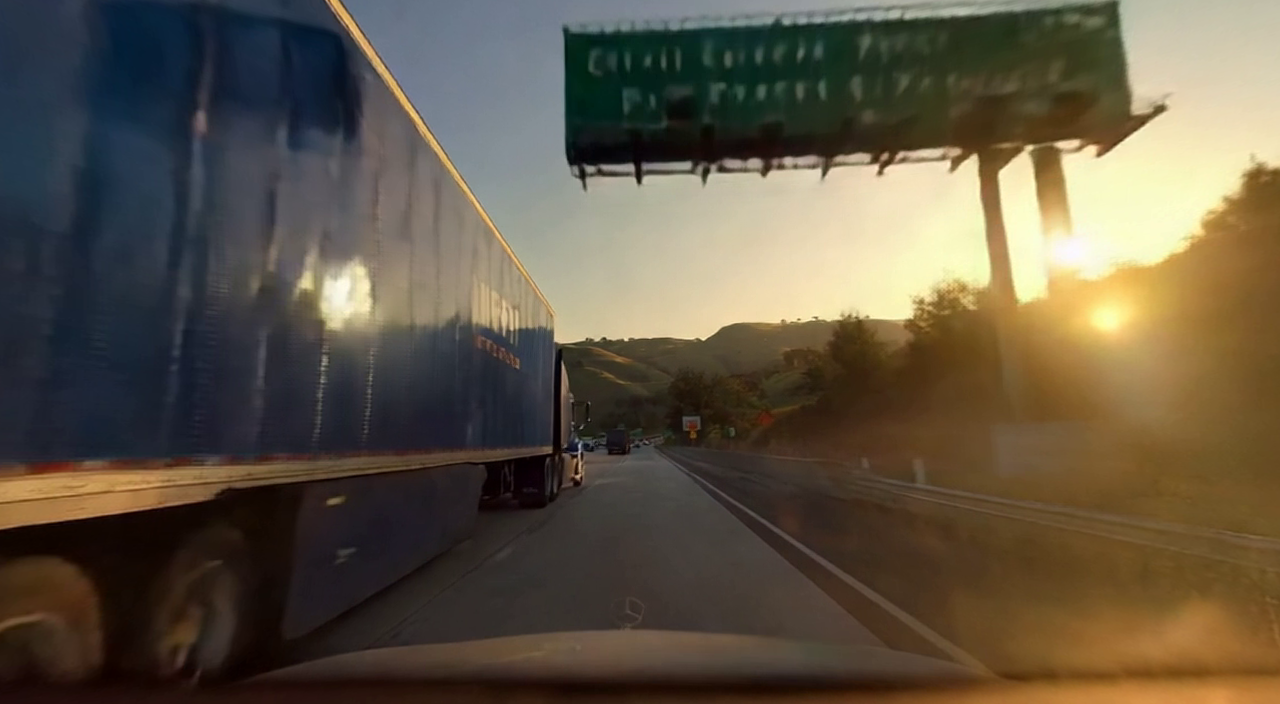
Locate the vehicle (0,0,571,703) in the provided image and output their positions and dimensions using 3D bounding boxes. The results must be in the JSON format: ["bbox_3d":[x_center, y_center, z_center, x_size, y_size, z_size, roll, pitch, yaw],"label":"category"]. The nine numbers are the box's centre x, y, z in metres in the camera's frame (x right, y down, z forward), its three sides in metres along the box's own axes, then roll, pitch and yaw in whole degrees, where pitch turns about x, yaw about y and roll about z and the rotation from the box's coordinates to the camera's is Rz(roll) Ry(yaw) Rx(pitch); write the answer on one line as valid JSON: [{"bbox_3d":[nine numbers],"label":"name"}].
[{"bbox_3d":[-3.253,0.163,6.427,3.202,4.352,16.251,0,-8,0],"label":"vehicle"}]
